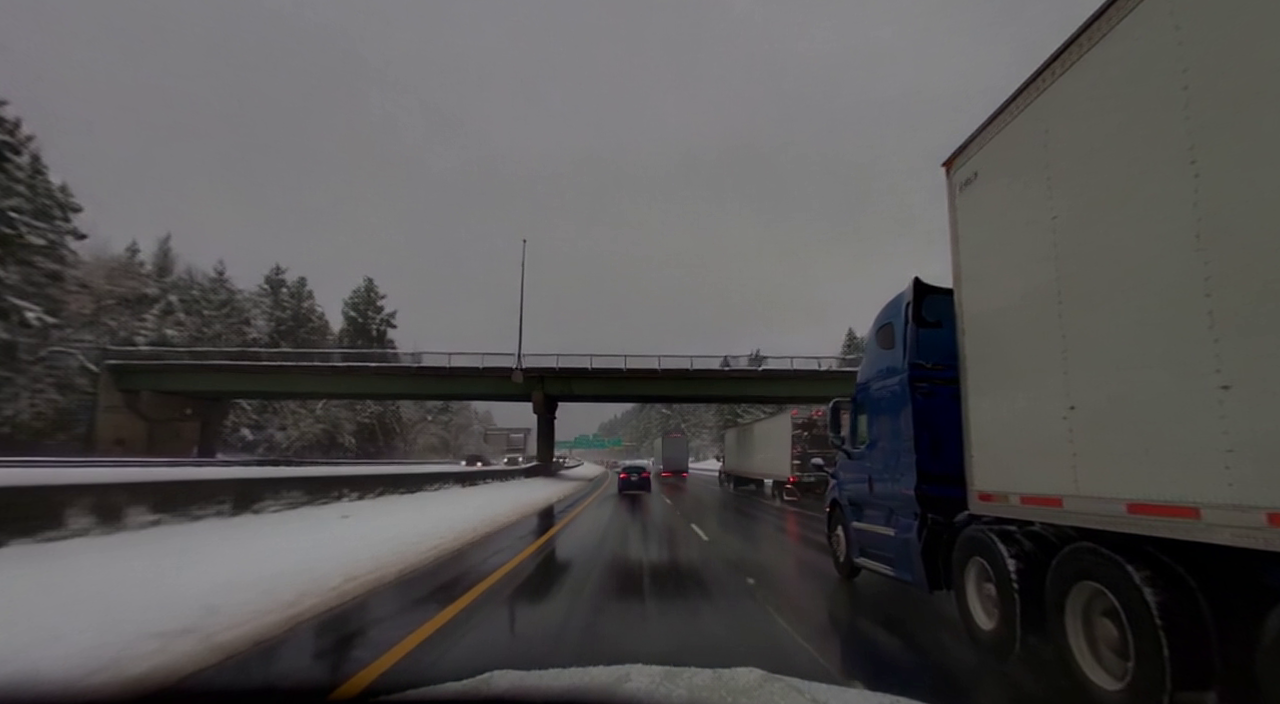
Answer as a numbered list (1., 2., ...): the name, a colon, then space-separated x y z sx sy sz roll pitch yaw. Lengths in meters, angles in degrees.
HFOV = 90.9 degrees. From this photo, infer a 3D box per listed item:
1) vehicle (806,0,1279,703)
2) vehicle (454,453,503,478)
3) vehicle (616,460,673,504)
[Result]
1. vehicle: 3.740 -0.373 1.250 2.831 4.150 14.519 1 -10 0
2. vehicle: -10.305 7.292 40.439 2.057 1.495 4.294 1 -11 -1
3. vehicle: 0.154 5.112 24.926 2.067 1.552 3.601 1 -10 0
